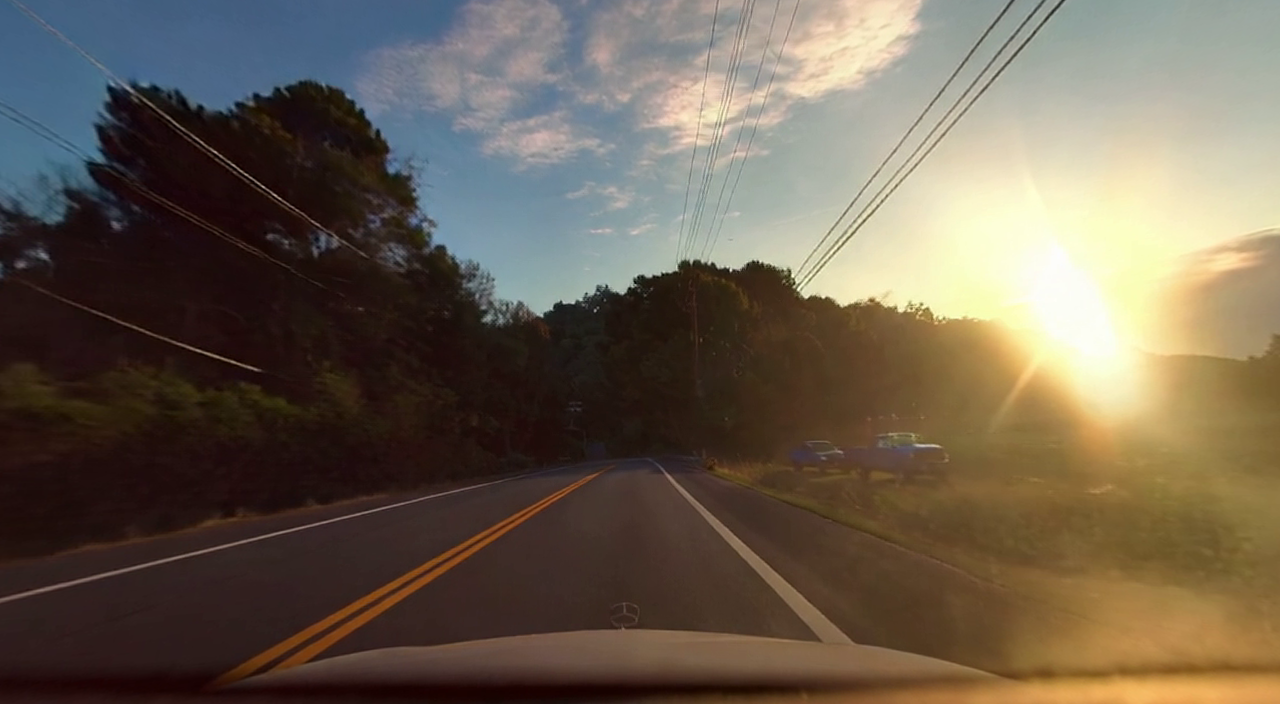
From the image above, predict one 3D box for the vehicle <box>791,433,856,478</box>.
[{"bbox_3d":[12.304,6.953,42.924,2.986,2.613,6.442,-5,-8,7],"label":"vehicle"}]
